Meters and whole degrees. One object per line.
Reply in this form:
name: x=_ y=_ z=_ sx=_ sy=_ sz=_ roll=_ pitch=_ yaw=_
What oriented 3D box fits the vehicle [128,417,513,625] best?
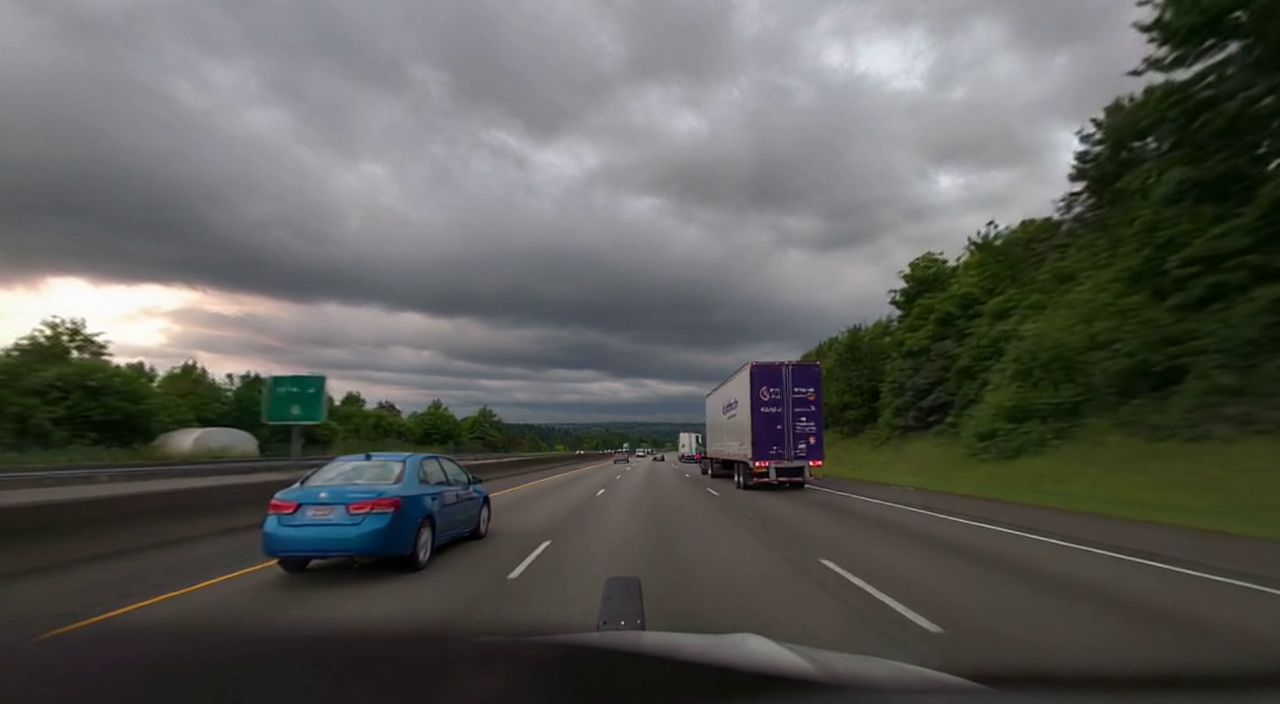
vehicle: x=-2.905 y=1.641 z=7.093 sx=1.960 sy=1.579 sz=4.384 roll=0 pitch=-9 yaw=1

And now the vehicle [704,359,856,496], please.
vehicle: x=4.716 y=3.211 z=25.012 sx=2.858 sy=3.952 sz=13.731 roll=0 pitch=-9 yaw=0
